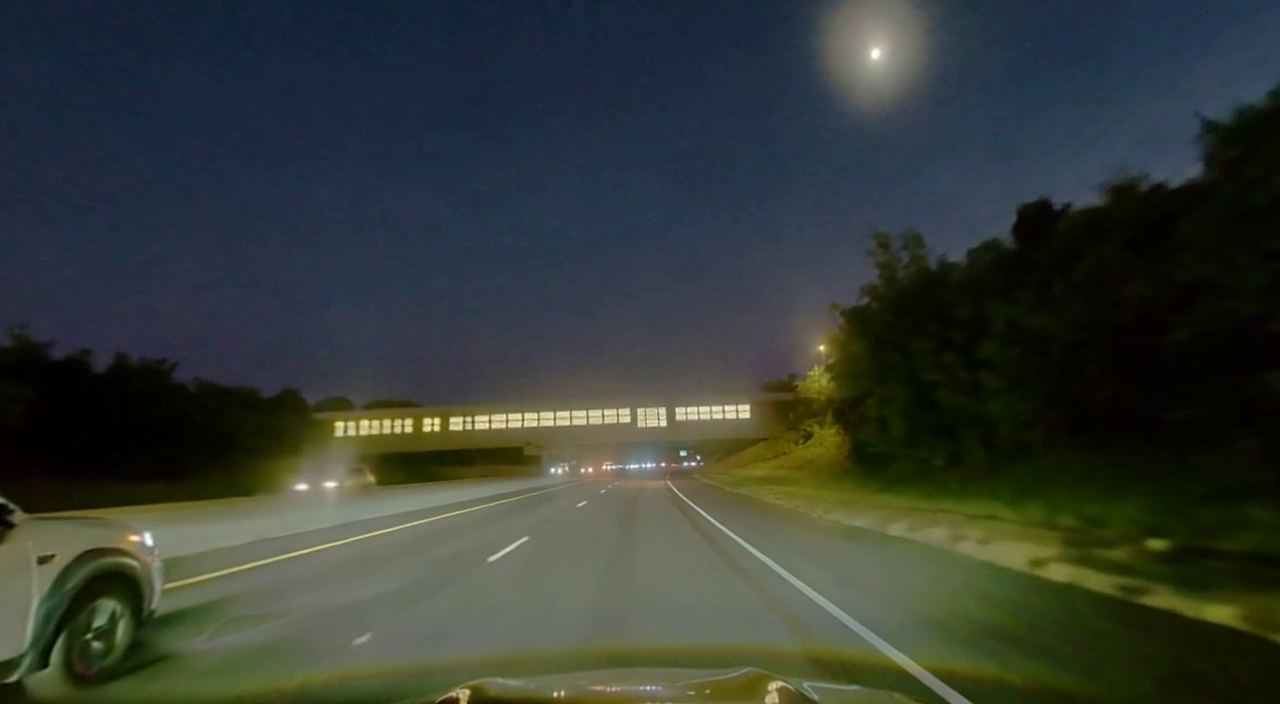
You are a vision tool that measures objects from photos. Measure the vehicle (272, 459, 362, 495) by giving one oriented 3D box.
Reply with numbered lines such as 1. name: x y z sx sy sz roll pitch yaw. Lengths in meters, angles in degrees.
1. vehicle: -14.983 5.825 29.492 1.930 1.523 4.060 1 -11 2

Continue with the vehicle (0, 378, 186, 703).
1. vehicle: -4.115 0.738 1.761 2.141 1.697 4.641 1 -11 0
